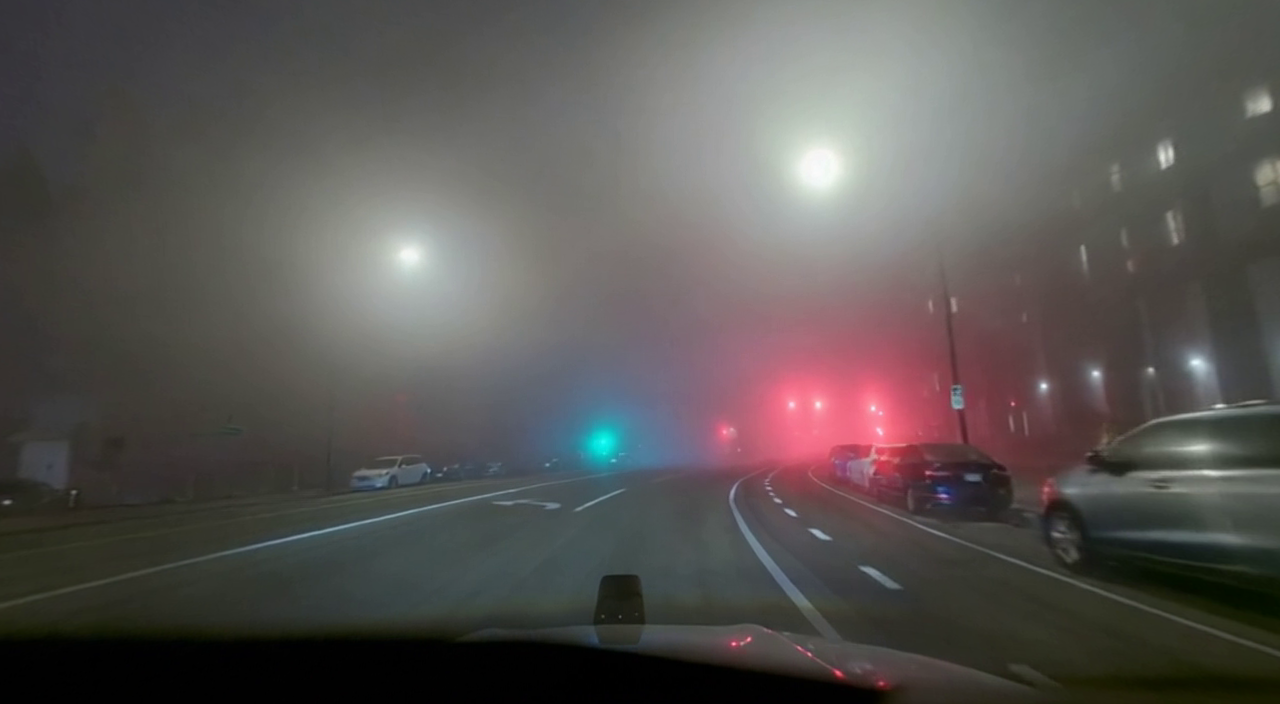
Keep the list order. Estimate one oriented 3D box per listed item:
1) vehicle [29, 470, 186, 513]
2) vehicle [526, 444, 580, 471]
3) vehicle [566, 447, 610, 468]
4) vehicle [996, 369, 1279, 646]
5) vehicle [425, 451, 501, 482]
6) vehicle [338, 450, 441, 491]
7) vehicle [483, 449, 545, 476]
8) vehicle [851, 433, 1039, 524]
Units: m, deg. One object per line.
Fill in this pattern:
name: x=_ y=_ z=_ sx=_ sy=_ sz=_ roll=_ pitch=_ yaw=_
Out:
vehicle: x=-19.785 y=5.183 z=23.592 sx=4.178 sy=1.407 sz=2.012 roll=-1 pitch=-9 yaw=6
vehicle: x=-5.917 y=7.278 z=43.836 sx=1.933 sy=1.759 sz=5.002 roll=-3 pitch=-9 yaw=14
vehicle: x=-4.001 y=8.212 z=49.332 sx=1.830 sy=1.497 sz=4.436 roll=-3 pitch=-9 yaw=19
vehicle: x=5.282 y=1.147 z=5.018 sx=2.041 sy=1.811 sz=5.168 roll=-1 pitch=-9 yaw=2
vehicle: x=-9.138 y=5.929 z=33.094 sx=1.841 sy=1.444 sz=4.554 roll=-2 pitch=-9 yaw=13
vehicle: x=-10.390 y=4.933 z=26.669 sx=1.882 sy=1.508 sz=4.476 roll=-2 pitch=-9 yaw=10
vehicle: x=-7.651 y=6.745 z=38.822 sx=1.811 sy=1.459 sz=4.702 roll=-3 pitch=-9 yaw=15
vehicle: x=5.882 y=2.465 z=12.953 sx=1.977 sy=1.497 sz=4.680 roll=-1 pitch=-9 yaw=7
